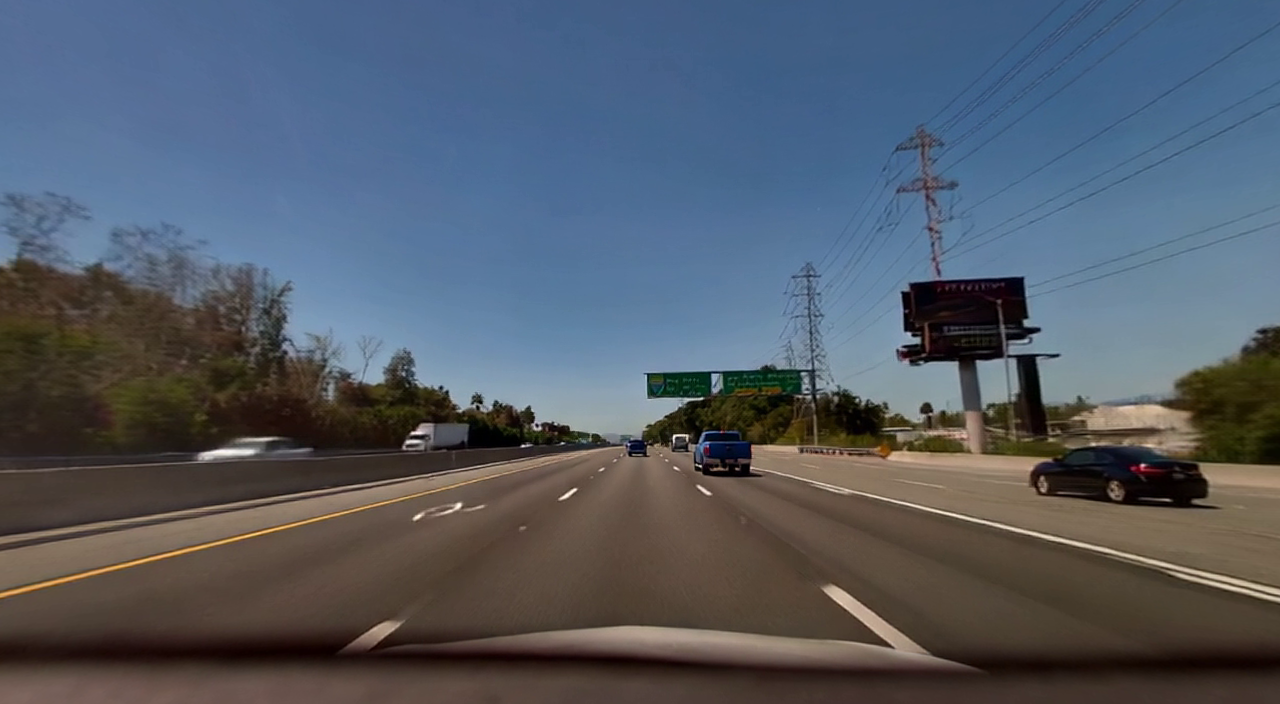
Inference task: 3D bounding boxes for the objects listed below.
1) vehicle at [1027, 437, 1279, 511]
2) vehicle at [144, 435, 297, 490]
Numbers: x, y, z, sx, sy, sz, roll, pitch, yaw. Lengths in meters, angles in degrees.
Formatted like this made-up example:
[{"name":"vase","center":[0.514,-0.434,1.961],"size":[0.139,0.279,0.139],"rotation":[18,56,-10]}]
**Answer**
[{"name":"vehicle","center":[11.718,2.790,14.953],"size":[2.076,1.470,4.644],"rotation":[0,-9,0]},{"name":"vehicle","center":[-13.421,3.543,20.552],"size":[1.928,1.574,4.428],"rotation":[0,-9,0]}]
